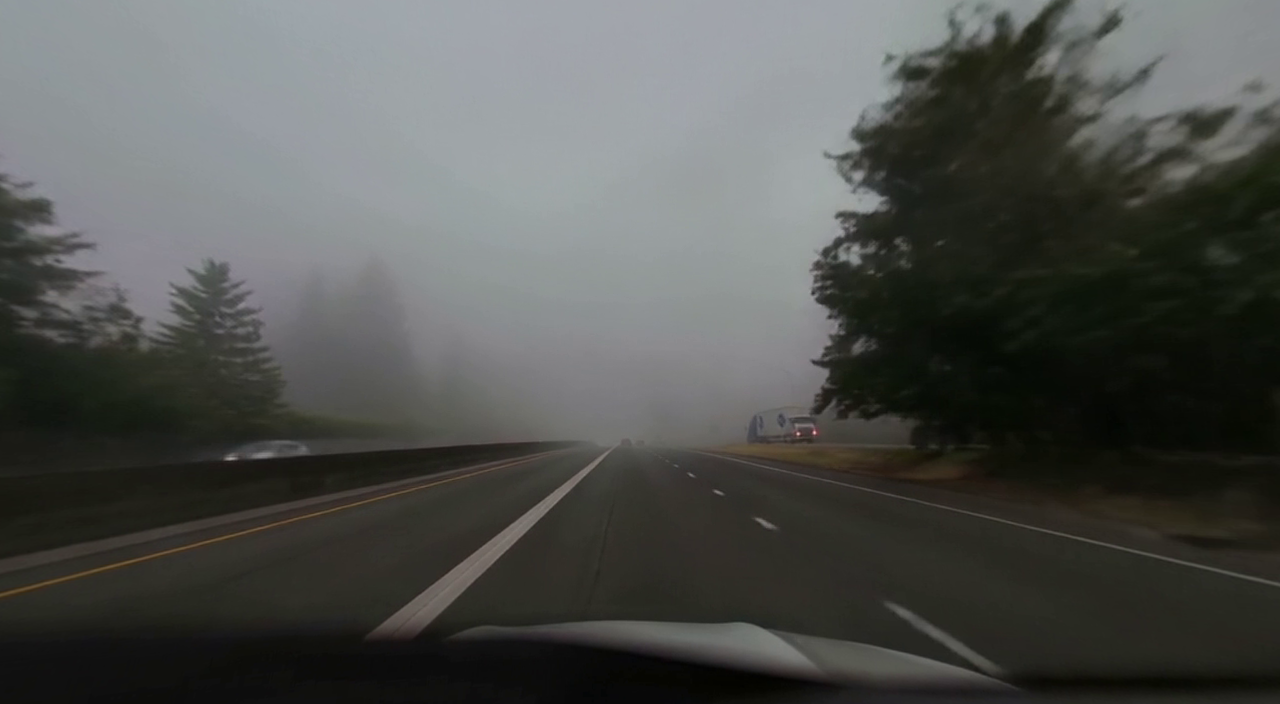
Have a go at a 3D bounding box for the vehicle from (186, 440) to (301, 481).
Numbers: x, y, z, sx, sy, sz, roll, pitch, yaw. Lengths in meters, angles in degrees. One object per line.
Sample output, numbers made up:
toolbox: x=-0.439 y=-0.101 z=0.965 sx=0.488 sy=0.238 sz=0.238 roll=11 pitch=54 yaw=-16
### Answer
vehicle: x=-16.311 y=4.454 z=26.242 sx=1.854 sy=1.532 sz=4.583 roll=0 pitch=-8 yaw=0
